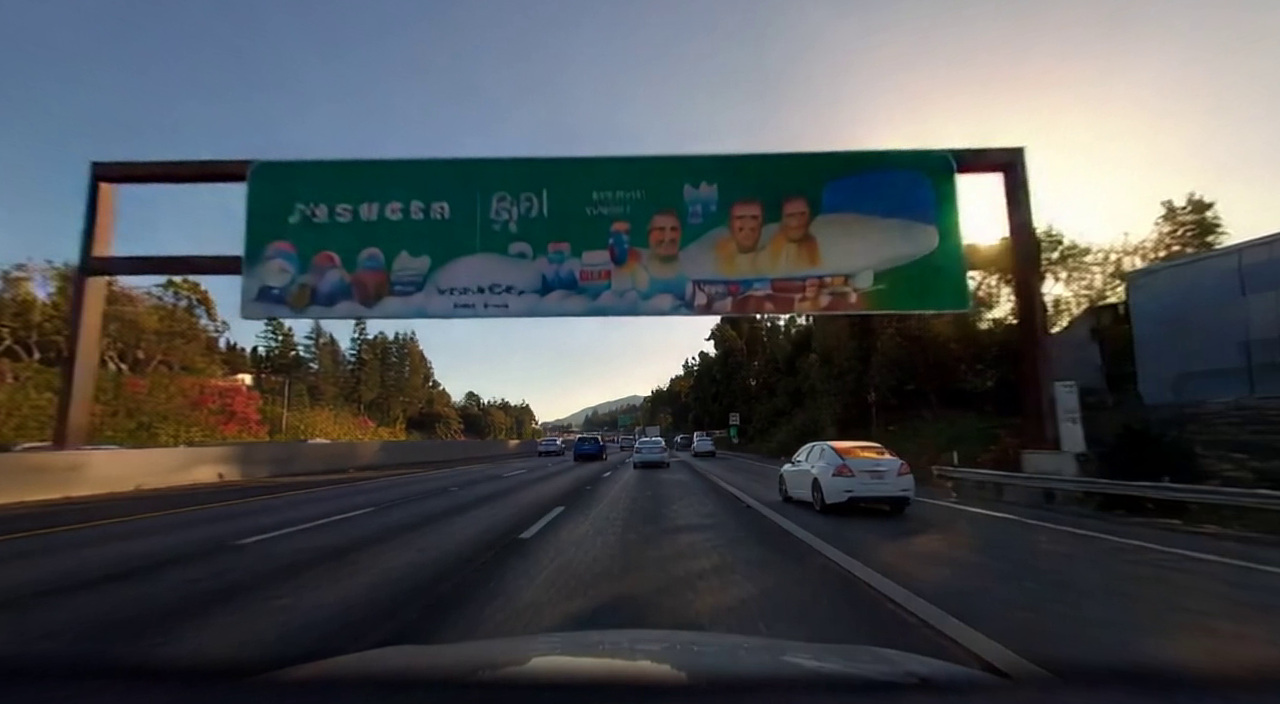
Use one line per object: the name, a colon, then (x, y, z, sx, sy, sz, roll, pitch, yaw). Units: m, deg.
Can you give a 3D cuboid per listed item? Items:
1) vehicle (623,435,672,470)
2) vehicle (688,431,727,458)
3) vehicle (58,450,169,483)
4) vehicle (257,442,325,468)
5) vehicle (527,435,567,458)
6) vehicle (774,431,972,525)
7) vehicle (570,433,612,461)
vehicle: (0.347, 4.599, 29.079, 2.113, 1.464, 4.073, 0, -8, 1)
vehicle: (4.698, 6.485, 44.419, 2.261, 1.781, 4.709, 0, -8, 0)
vehicle: (-25.272, 5.494, 30.495, 1.784, 1.424, 4.083, 0, -8, 1)
vehicle: (-21.454, 6.348, 38.978, 1.853, 1.488, 4.035, 0, -8, 1)
vehicle: (-6.436, 6.601, 43.995, 1.932, 1.497, 4.458, 0, -8, 2)
vehicle: (4.081, 2.271, 11.995, 2.030, 1.442, 4.358, 0, -8, -1)
vehicle: (-2.854, 5.686, 37.813, 1.927, 1.586, 5.142, 0, -8, 2)
